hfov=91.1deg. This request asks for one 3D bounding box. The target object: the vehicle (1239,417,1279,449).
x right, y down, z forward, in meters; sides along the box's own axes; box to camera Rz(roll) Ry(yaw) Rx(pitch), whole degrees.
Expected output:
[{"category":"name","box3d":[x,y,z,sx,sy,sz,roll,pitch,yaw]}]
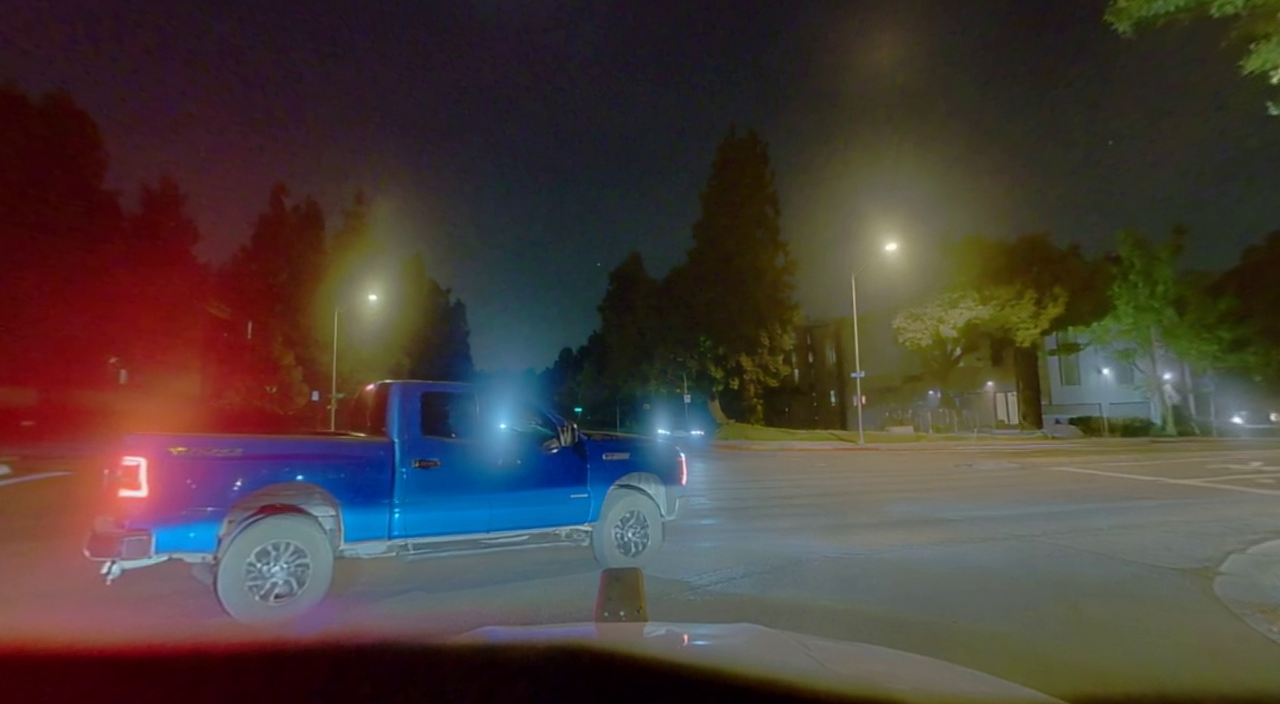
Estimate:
[{"category":"vehicle","box3d":[41.817,5.338,41.149,5.748,1.977,2.265,5,-10,-33]}]

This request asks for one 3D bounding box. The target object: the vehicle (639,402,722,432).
[{"category":"vehicle","box3d":[2.729,4.599,43.594,2.435,1.858,5.585,8,-12,-44]}]
